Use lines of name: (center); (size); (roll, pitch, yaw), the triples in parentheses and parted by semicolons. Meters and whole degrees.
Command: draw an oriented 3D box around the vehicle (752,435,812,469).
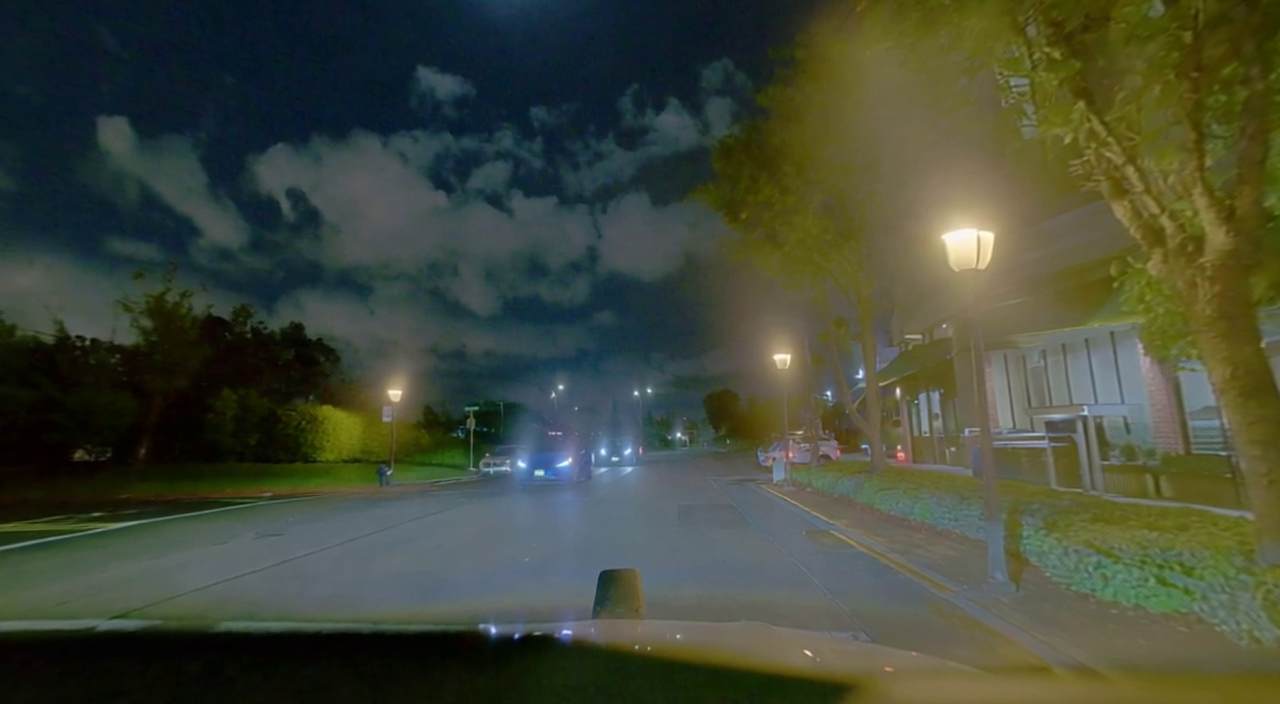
vehicle: (6.680, 4.744, 30.204); (1.918, 1.461, 4.419); (0, -8, 1)

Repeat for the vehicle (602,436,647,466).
vehicle: (-0.854, 5.939, 37.997); (2.110, 1.651, 4.410); (-1, -9, 7)

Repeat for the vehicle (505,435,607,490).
vehicle: (-2.491, 3.439, 20.018); (2.056, 1.508, 4.596); (-1, -9, 7)
